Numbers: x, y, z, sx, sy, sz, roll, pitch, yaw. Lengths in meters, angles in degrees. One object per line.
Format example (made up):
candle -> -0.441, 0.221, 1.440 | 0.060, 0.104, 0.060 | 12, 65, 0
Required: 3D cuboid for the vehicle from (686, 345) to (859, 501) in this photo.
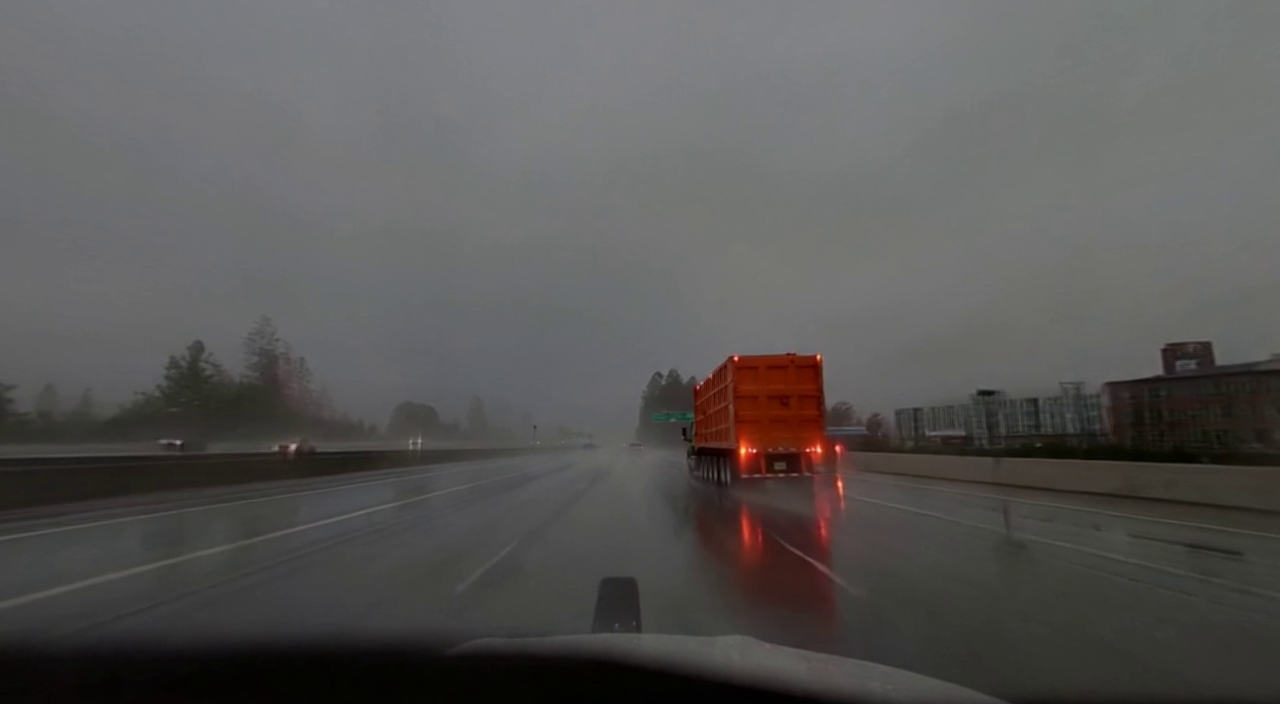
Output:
vehicle -> 3.405, 2.403, 19.831 | 2.966, 3.586, 10.563 | 0, -9, -1
